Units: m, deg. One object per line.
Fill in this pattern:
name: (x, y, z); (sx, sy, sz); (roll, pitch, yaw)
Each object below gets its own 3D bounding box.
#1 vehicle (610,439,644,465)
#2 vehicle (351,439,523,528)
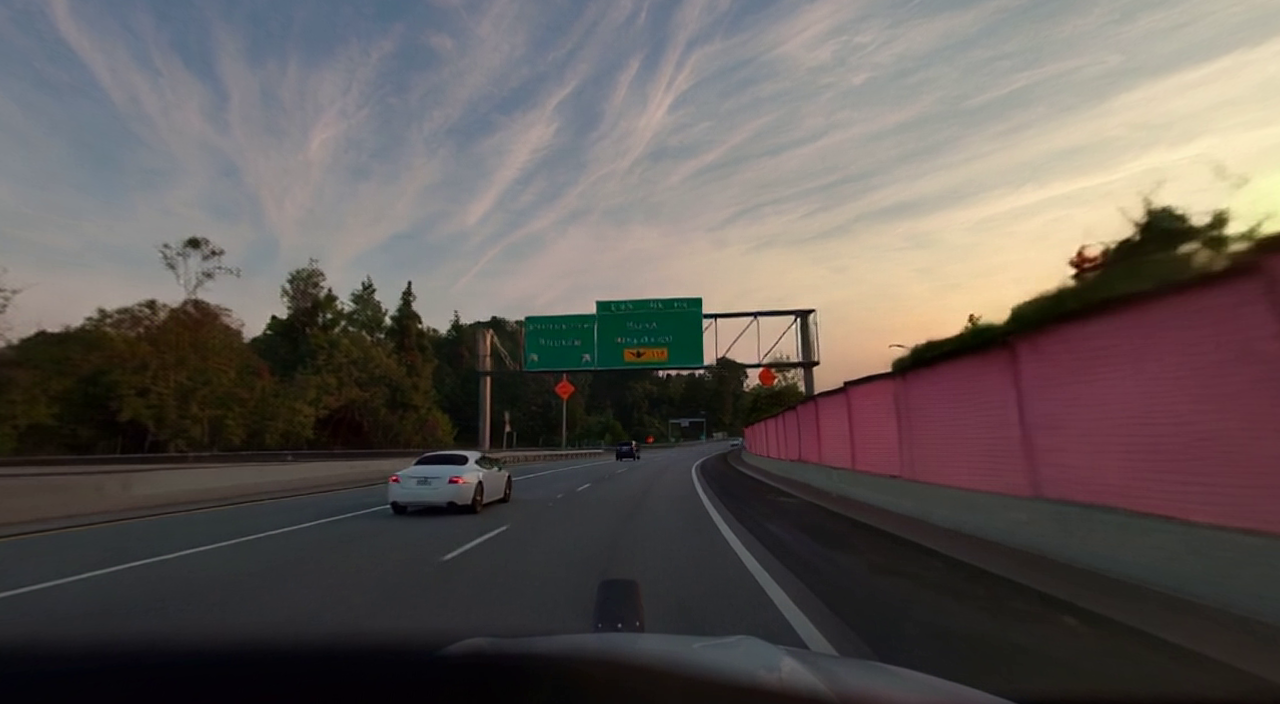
vehicle: (-0.864, 6.912, 43.623); (1.833, 1.697, 3.984); (-1, -9, 7)
vehicle: (-3.673, 2.447, 12.353); (1.746, 1.405, 4.339); (-1, -9, 3)
